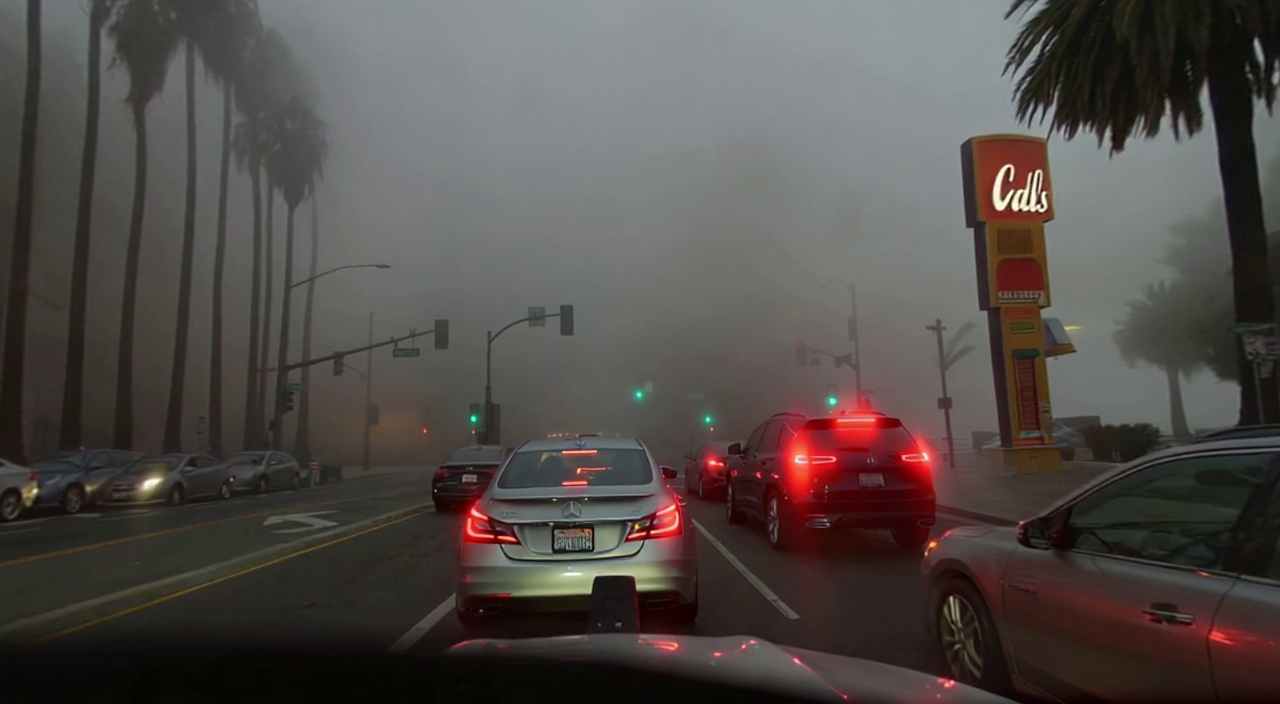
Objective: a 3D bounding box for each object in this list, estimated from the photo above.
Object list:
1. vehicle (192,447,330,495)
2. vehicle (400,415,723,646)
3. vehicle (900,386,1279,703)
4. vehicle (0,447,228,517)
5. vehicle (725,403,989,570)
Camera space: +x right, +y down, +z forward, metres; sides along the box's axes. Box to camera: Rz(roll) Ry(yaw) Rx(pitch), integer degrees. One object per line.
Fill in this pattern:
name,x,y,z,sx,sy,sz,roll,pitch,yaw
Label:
vehicle,-12.859,4.029,21.880,1.856,1.455,4.700,0,-9,0
vehicle,-0.519,1.471,6.225,2.096,1.492,4.071,0,-9,0
vehicle,2.622,0.813,1.477,2.085,1.469,4.458,0,-9,-1
vehicle,-12.855,3.142,15.920,1.870,1.475,4.531,0,-9,0
vehicle,2.636,1.776,9.069,2.096,1.775,4.440,0,-9,-2
